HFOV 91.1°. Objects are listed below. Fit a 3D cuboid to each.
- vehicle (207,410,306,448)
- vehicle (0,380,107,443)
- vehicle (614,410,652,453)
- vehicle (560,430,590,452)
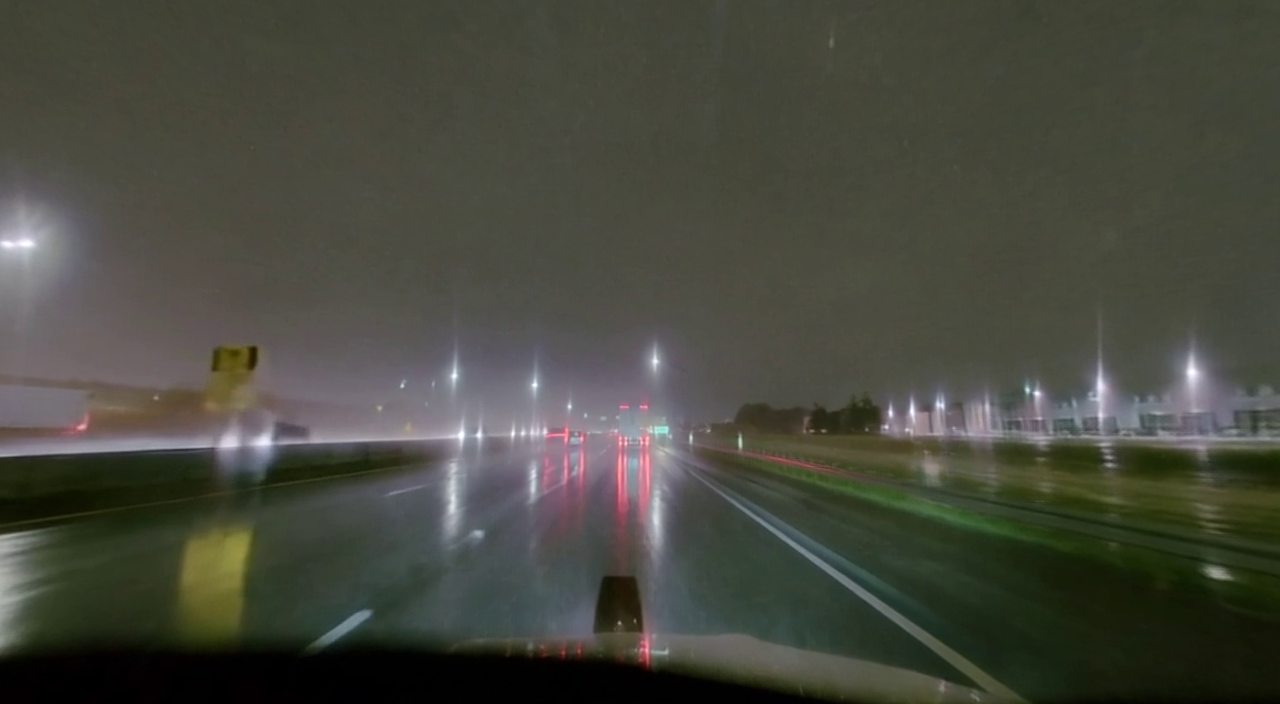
[{"bbox_3d":[-19.943,4.086,32.966,2.120,1.827,4.830,0,-8,0],"label":"vehicle"},{"bbox_3d":[-41.767,3.973,41.155,2.874,3.938,13.029,0,-8,-3],"label":"vehicle"},{"bbox_3d":[-0.590,5.495,43.398,2.418,2.704,6.445,0,-8,-2],"label":"vehicle"},{"bbox_3d":[-4.777,6.554,46.614,1.932,1.544,3.864,0,-8,-1],"label":"vehicle"}]
